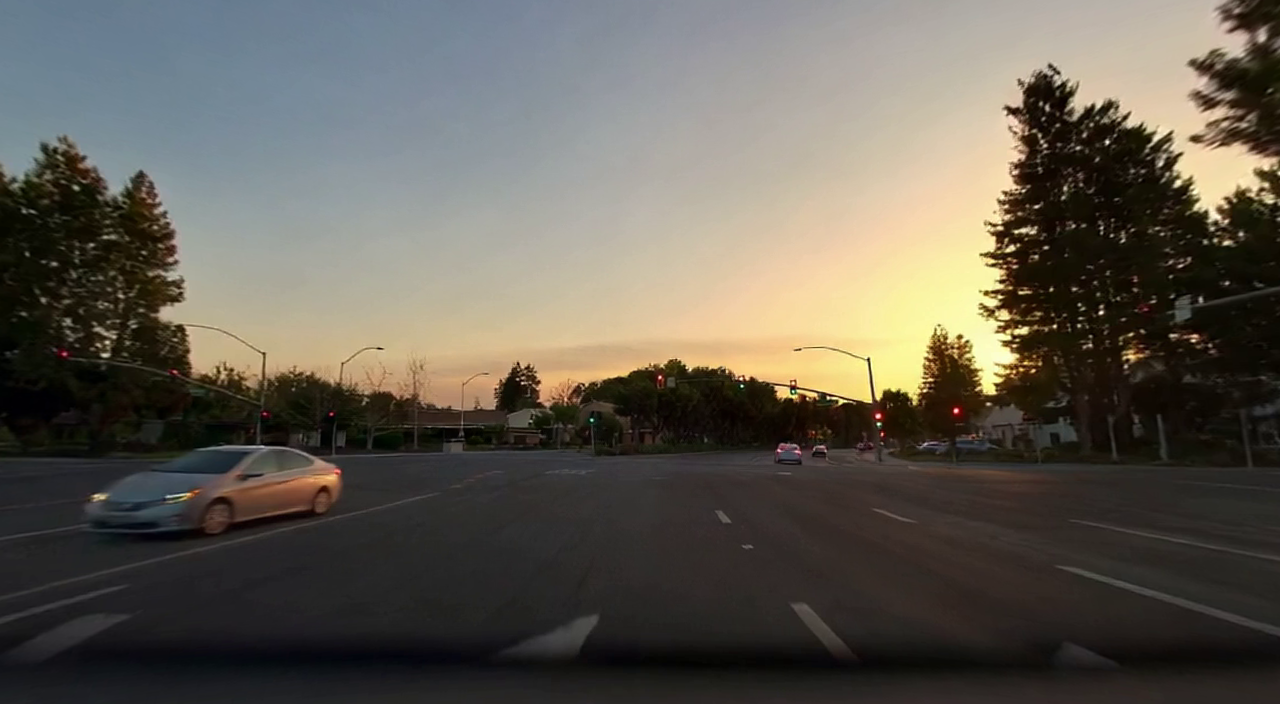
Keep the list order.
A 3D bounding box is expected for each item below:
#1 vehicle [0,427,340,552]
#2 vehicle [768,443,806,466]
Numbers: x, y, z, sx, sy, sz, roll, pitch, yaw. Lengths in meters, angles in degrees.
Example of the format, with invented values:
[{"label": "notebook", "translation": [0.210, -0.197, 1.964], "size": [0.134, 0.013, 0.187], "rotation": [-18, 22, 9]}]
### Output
[{"label": "vehicle", "translation": [-6.845, 1.970, 9.833], "size": [2.063, 1.455, 4.651], "rotation": [0, -8, 0]}, {"label": "vehicle", "translation": [9.866, 6.899, 42.704], "size": [1.988, 1.460, 3.996], "rotation": [-1, -9, 6]}]
